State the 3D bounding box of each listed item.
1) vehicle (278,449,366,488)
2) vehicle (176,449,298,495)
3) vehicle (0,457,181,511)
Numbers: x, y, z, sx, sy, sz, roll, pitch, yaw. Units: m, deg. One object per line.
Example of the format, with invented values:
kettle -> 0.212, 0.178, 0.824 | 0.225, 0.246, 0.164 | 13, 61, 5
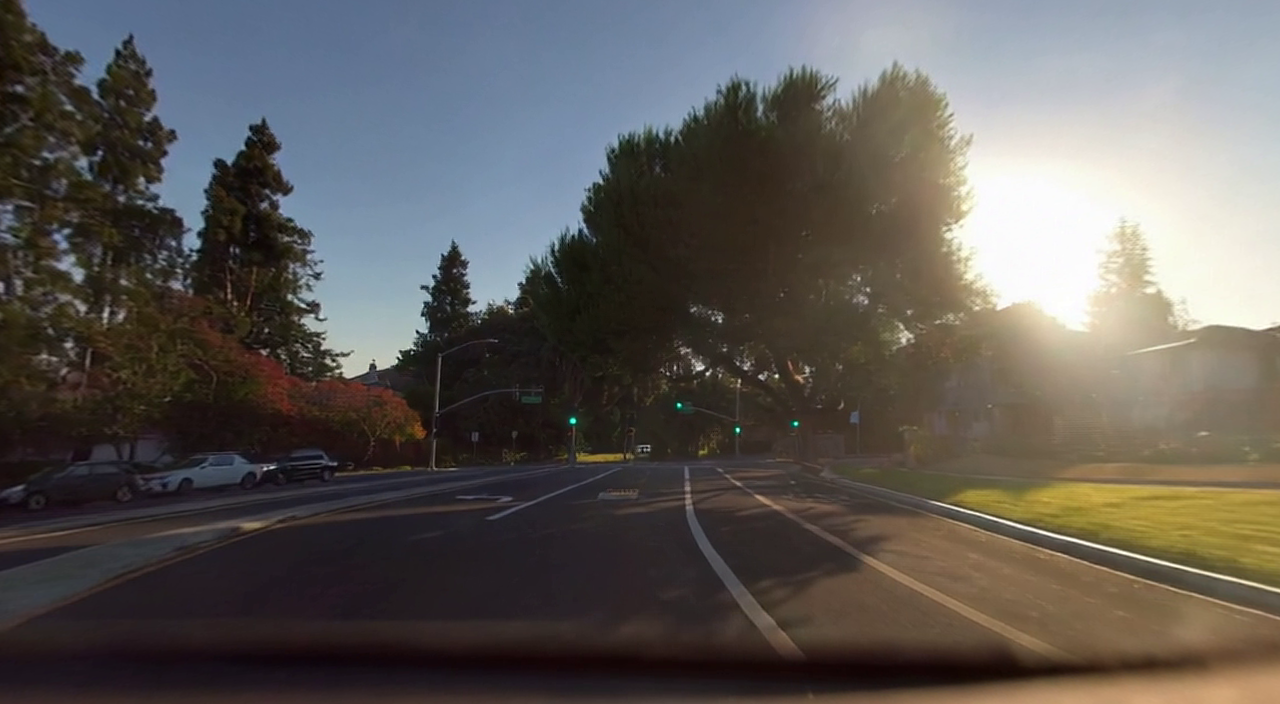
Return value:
vehicle -> -17.473, 6.383, 34.965 | 2.050, 1.697, 4.838 | -5, -7, 6
vehicle -> -18.320, 5.427, 28.991 | 2.148, 1.856, 4.632 | -1, -9, 6
vehicle -> -18.909, 4.476, 21.892 | 1.883, 1.506, 4.863 | -1, -8, 6
